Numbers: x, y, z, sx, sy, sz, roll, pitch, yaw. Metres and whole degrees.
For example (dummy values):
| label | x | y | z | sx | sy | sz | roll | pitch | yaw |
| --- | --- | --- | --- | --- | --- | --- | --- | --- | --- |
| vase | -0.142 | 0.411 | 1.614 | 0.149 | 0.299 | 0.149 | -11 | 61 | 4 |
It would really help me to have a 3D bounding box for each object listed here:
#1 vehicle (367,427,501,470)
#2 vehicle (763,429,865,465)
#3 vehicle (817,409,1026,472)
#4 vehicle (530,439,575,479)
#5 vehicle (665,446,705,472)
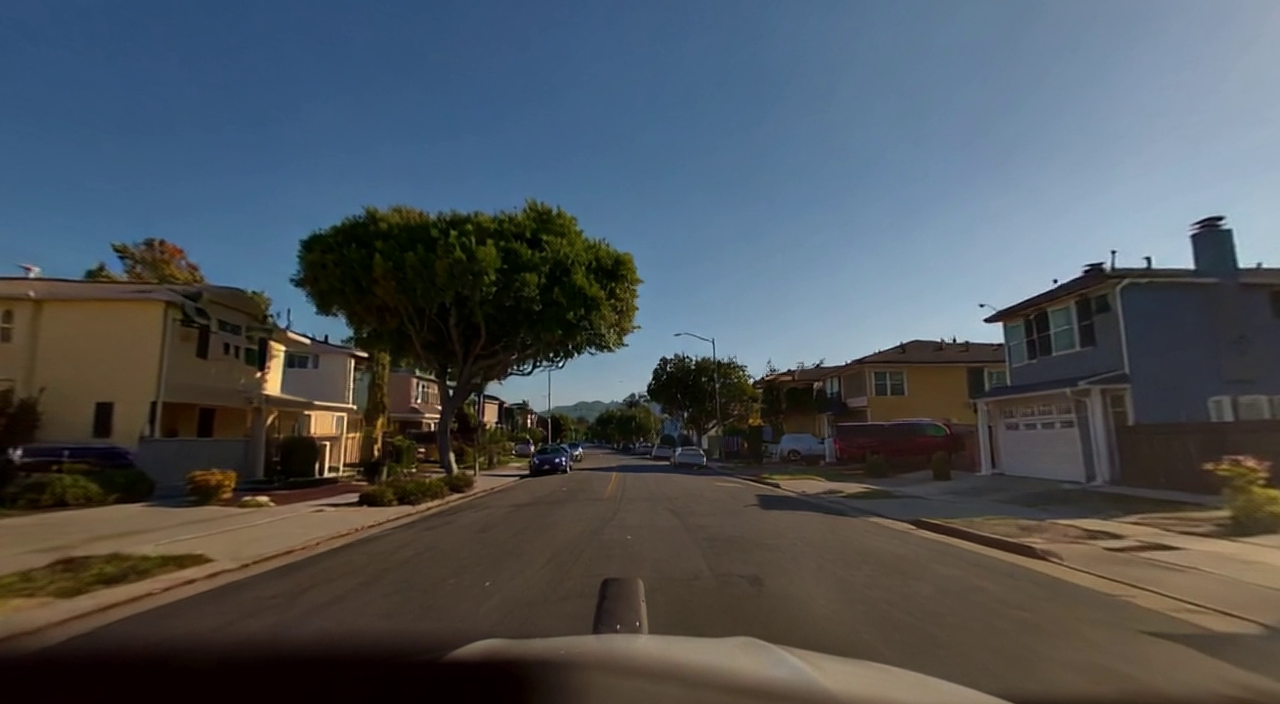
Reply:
| label | x | y | z | sx | sy | sz | roll | pitch | yaw |
| --- | --- | --- | --- | --- | --- | --- | --- | --- | --- |
| vehicle | -9.964 | 4.745 | 30.945 | 5.843 | 1.985 | 2.294 | 1 | -9 | -6 |
| vehicle | 8.639 | 4.776 | 31.543 | 4.511 | 1.719 | 1.937 | 0 | -8 | -3 |
| vehicle | 9.084 | 2.926 | 20.766 | 5.799 | 1.927 | 2.214 | 0 | -8 | -1 |
| vehicle | -4.905 | 6.013 | 35.907 | 2.230 | 1.782 | 4.628 | 0 | -4 | -4 |
| vehicle | 2.682 | 6.420 | 38.091 | 1.869 | 1.458 | 4.324 | 1 | -8 | -3 |
